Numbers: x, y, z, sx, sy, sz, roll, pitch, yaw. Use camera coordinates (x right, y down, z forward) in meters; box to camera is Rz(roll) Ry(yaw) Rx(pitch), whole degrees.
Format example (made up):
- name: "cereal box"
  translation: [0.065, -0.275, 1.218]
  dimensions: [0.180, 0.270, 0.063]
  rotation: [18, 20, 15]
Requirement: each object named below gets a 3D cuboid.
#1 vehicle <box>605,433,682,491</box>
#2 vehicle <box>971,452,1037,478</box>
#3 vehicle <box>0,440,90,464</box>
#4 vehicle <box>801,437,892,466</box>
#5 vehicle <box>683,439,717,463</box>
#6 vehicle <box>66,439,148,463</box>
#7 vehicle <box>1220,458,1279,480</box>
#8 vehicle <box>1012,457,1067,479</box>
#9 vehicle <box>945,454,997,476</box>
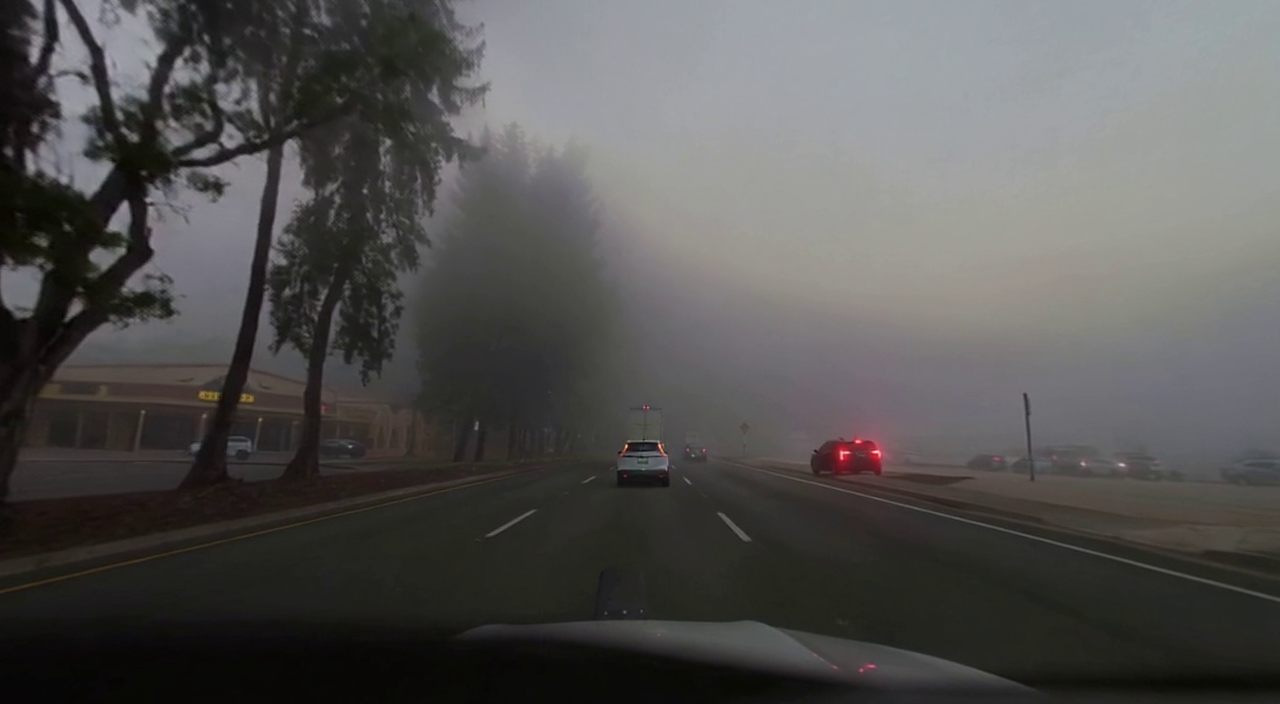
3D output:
- name: "vehicle"
  translation: [0.112, 3.455, 20.000]
  dimensions: [2.193, 1.651, 3.946]
  rotation: [0, -8, 0]
- name: "vehicle"
  translation: [27.325, 8.446, 47.268]
  dimensions: [2.108, 1.735, 4.476]
  rotation: [1, -8, -3]
- name: "vehicle"
  translation: [-36.591, 6.137, 38.635]
  dimensions: [3.640, 1.447, 1.788]
  rotation: [4, -9, -26]
- name: "vehicle"
  translation: [12.632, 6.103, 38.660]
  dimensions: [4.887, 1.734, 2.014]
  rotation: [0, -8, 2]
- name: "vehicle"
  translation: [4.376, 7.327, 46.477]
  dimensions: [2.088, 1.655, 4.360]
  rotation: [0, -8, 0]
- name: "vehicle"
  translation: [-35.668, 6.610, 42.134]
  dimensions: [3.714, 1.510, 1.917]
  rotation: [4, -9, -23]
- name: "vehicle"
  translation: [46.641, 8.802, 47.456]
  dimensions: [1.891, 1.495, 4.028]
  rotation: [0, -9, 4]
- name: "vehicle"
  translation: [30.167, 8.753, 47.501]
  dimensions: [1.745, 1.464, 3.716]
  rotation: [0, -8, 0]
- name: "vehicle"
  translation: [24.752, 8.429, 47.056]
  dimensions: [1.751, 1.439, 3.847]
  rotation: [0, -8, -1]
